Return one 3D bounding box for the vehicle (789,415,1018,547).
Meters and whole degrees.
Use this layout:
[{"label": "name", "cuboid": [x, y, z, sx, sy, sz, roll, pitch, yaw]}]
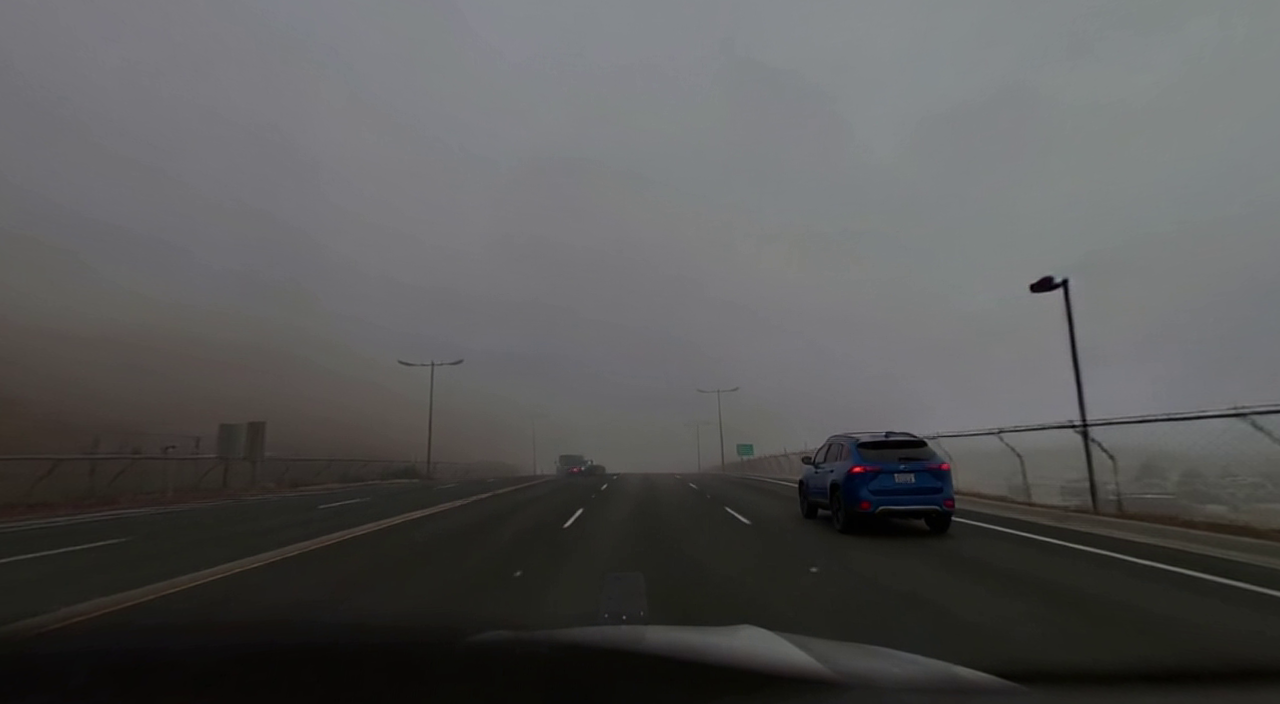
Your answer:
[{"label": "vehicle", "cuboid": [4.003, 2.031, 10.563, 1.989, 1.730, 4.324, 0, -8, 1]}]
